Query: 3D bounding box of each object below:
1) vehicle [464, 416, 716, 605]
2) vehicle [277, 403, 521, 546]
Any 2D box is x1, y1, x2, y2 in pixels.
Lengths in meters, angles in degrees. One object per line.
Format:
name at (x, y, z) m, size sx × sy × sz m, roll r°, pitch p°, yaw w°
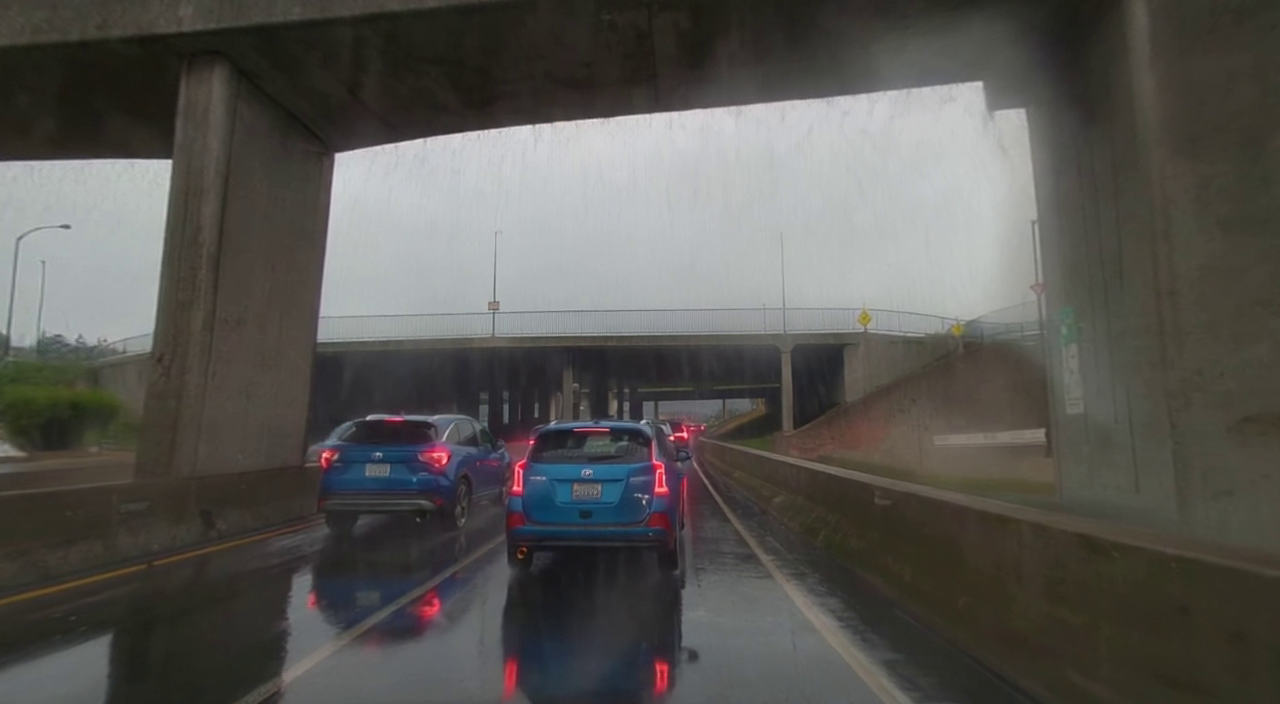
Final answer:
vehicle at (-0.286, 1.569, 7.143) m, size 2.020 × 1.478 × 4.092 m, roll -1°, pitch -8°, yaw 3°
vehicle at (-3.444, 1.861, 10.199) m, size 2.017 × 1.761 × 4.572 m, roll -1°, pitch -8°, yaw 2°
